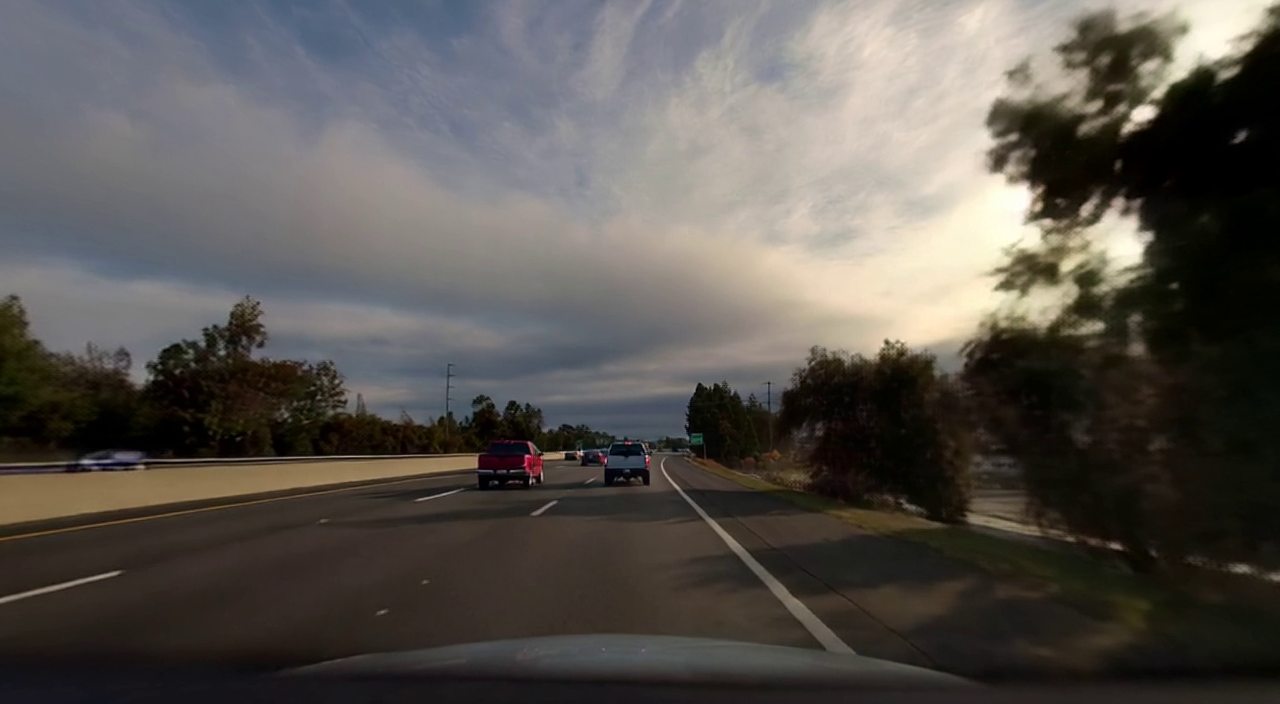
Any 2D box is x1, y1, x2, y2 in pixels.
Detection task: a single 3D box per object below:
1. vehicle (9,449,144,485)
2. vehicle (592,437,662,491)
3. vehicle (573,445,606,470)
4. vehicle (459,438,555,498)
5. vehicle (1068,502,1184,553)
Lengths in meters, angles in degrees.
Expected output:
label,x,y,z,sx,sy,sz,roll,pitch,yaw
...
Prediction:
label,x,y,z,sx,sy,sz,roll,pitch,yaw
vehicle,-24.872,5.061,28.161,1.883,1.458,4.499,0,-8,0
vehicle,-0.368,4.011,23.027,2.293,1.753,4.380,0,-8,1
vehicle,-3.837,8.038,48.313,1.991,1.776,4.333,0,-8,2
vehicle,-4.211,3.752,20.984,2.038,1.704,5.181,0,-8,0
vehicle,21.689,7.823,28.487,1.956,1.594,4.425,-1,-8,5
